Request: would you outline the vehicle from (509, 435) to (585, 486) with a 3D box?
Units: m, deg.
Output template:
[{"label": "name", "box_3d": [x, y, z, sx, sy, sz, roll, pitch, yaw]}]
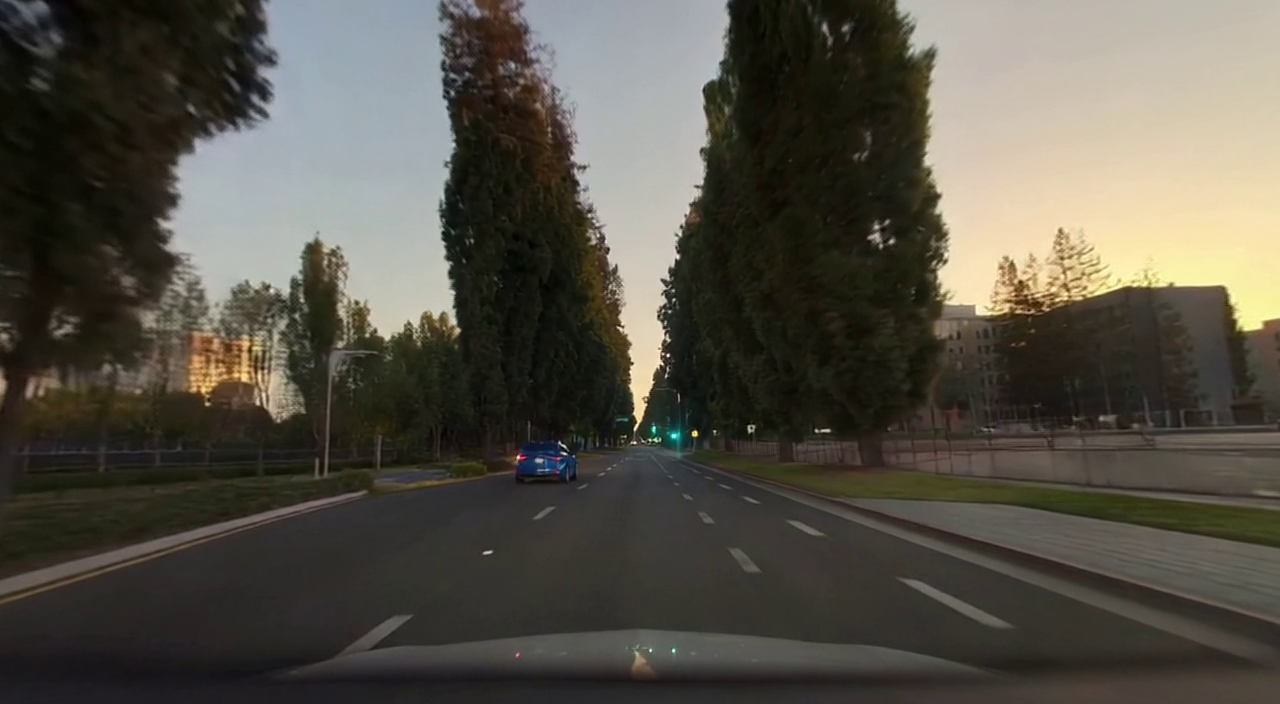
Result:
[{"label": "vehicle", "box_3d": [-3.359, 4.016, 23.677, 2.121, 1.724, 4.392, 0, -9, 1]}]
